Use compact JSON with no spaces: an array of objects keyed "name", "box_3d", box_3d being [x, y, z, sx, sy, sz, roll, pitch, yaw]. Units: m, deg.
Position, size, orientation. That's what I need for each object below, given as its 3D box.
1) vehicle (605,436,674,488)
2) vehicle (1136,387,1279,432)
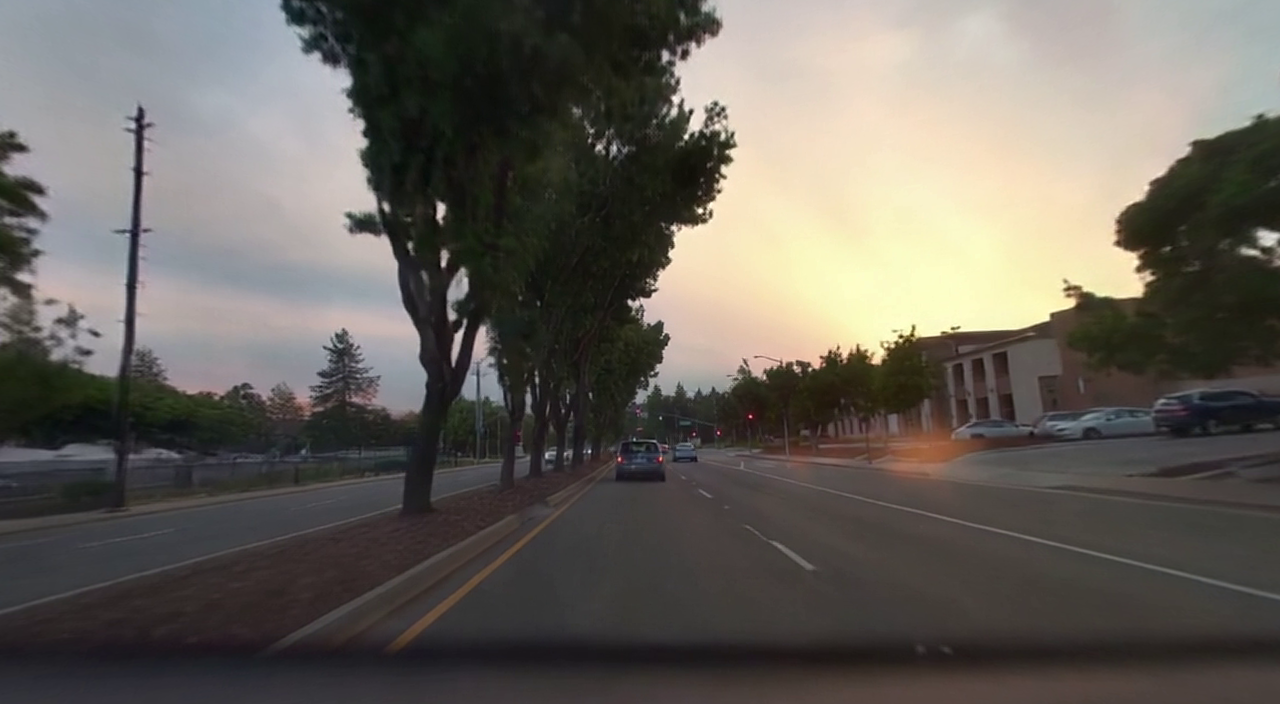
[{"name":"vehicle","box_3d":[-0.065,3.824,22.261,2.181,1.639,4.127,0,-9,-1]},{"name":"vehicle","box_3d":[22.459,2.248,24.508,4.738,1.593,2.123,0,-8,-4]}]
